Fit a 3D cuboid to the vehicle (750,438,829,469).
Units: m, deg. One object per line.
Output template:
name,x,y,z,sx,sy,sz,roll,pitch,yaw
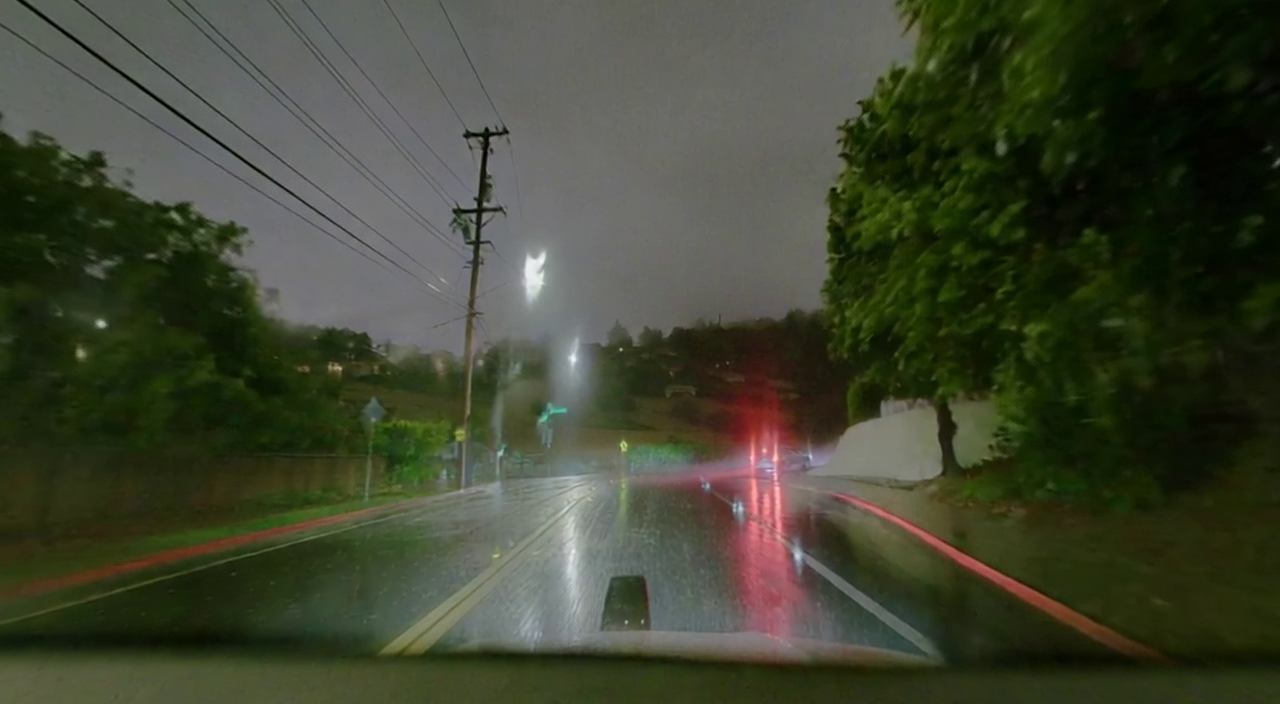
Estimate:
vehicle,9.098,6.139,38.286,4.810,1.732,2.176,7,-11,-39
